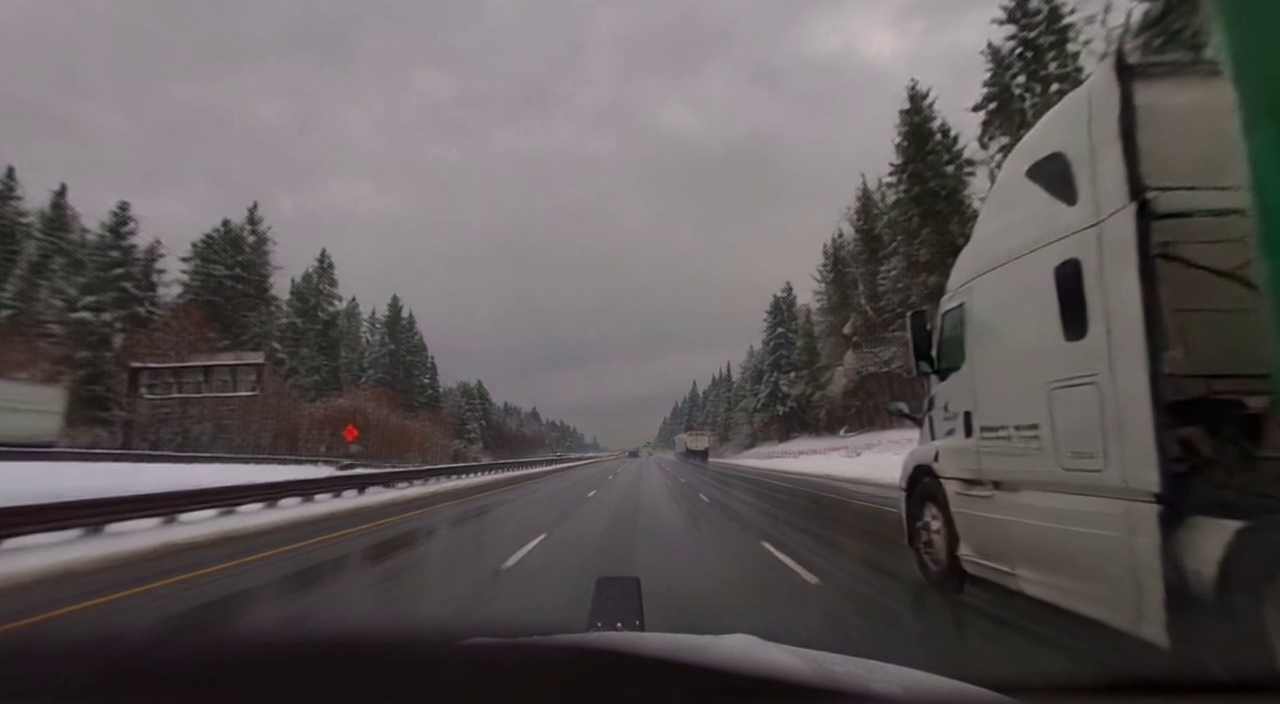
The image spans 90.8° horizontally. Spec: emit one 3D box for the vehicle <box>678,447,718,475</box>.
[{"bbox_3d":[3.475,6.587,38.429,2.019,1.601,3.953,0,-9,0],"label":"vehicle"}]
